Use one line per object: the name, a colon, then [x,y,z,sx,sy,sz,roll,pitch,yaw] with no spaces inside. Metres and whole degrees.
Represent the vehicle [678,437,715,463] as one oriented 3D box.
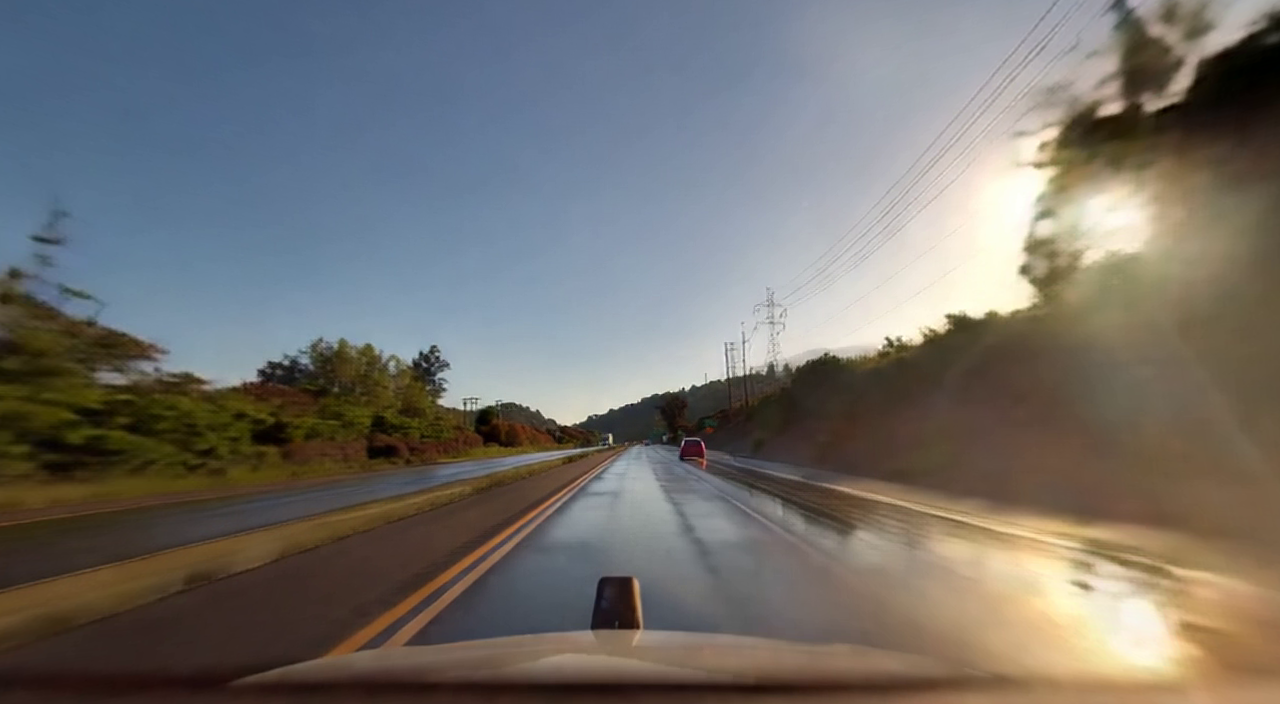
vehicle: [3.571,6.300,40.610,1.977,1.581,4.428,-1,-8,0]
